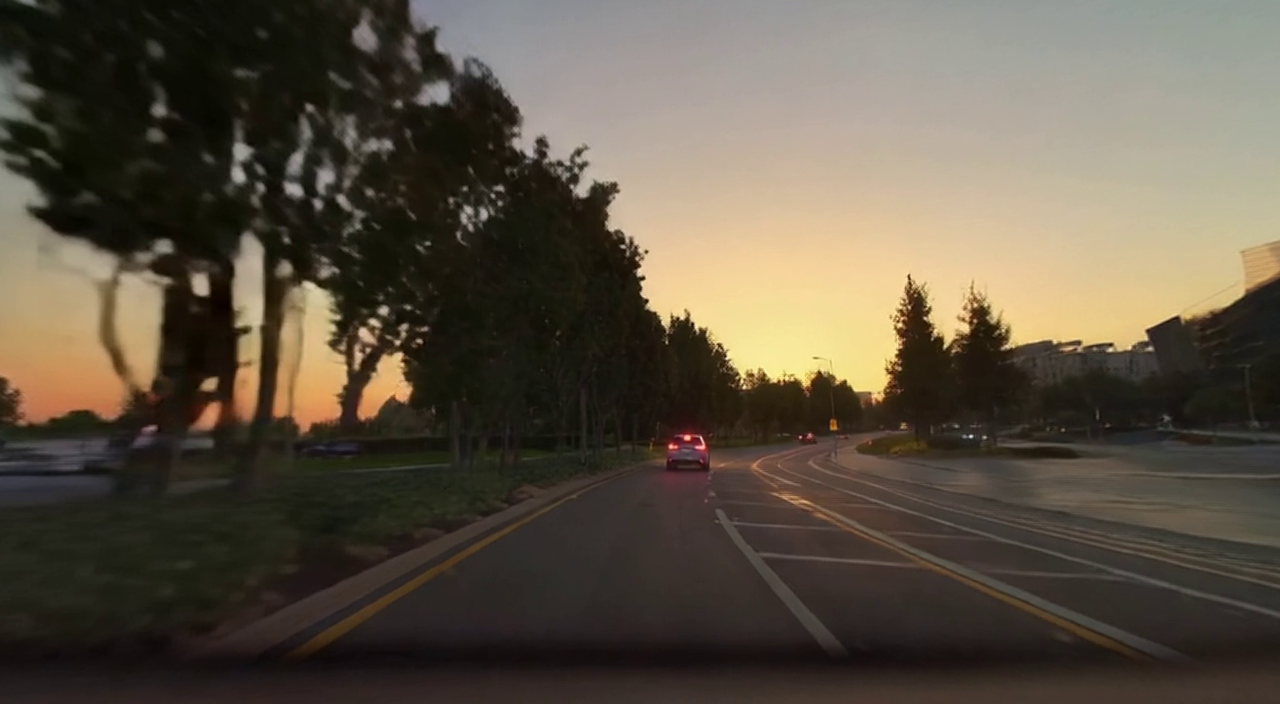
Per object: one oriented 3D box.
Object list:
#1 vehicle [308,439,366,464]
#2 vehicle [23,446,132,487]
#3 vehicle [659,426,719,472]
[{"bbox_3d":[-19.059,6.289,39.714,1.829,1.501,4.149,1,-9,-4],"label":"vehicle"},{"bbox_3d":[-24.073,4.857,27.102,2.058,1.580,4.134,3,-9,-21],"label":"vehicle"},{"bbox_3d":[2.415,4.507,29.251,2.371,1.926,5.615,-1,-9,8],"label":"vehicle"}]
